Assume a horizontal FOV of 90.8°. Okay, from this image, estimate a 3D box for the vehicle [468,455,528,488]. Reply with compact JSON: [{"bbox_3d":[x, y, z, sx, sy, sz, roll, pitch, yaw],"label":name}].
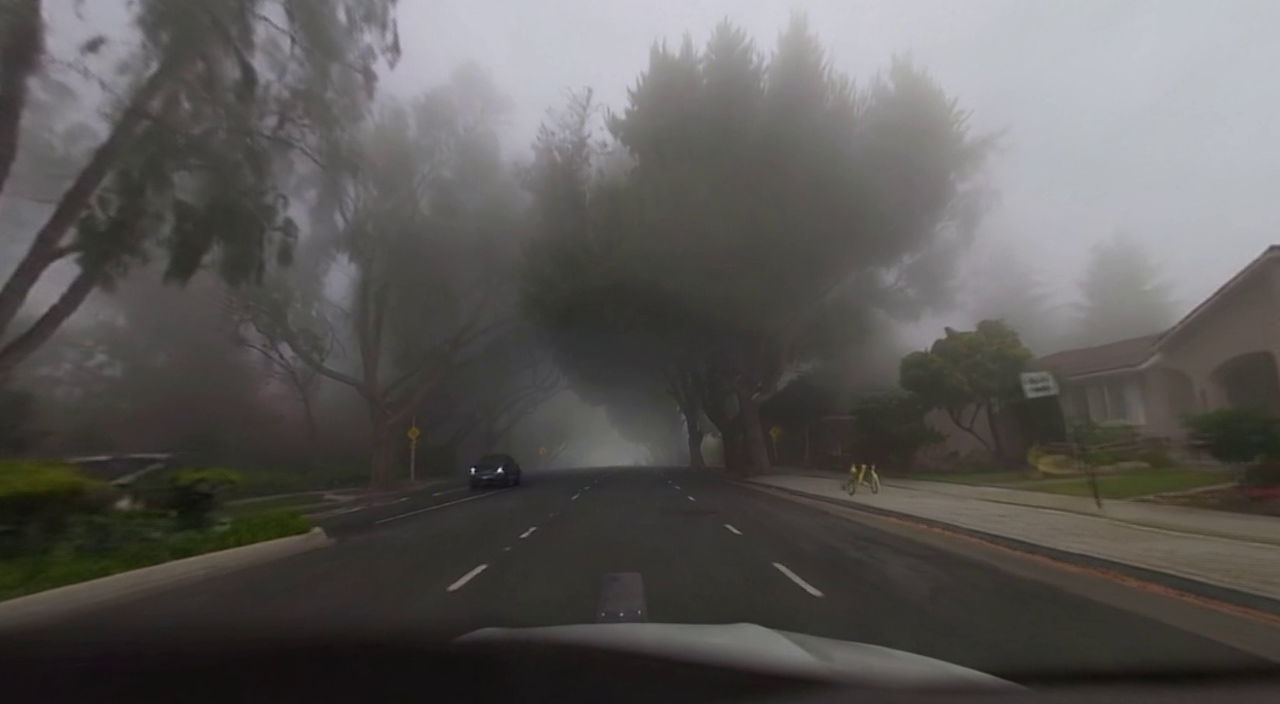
[{"bbox_3d":[-7.222,6.092,32.566,2.006,1.501,4.789,0,-9,0],"label":"vehicle"}]
